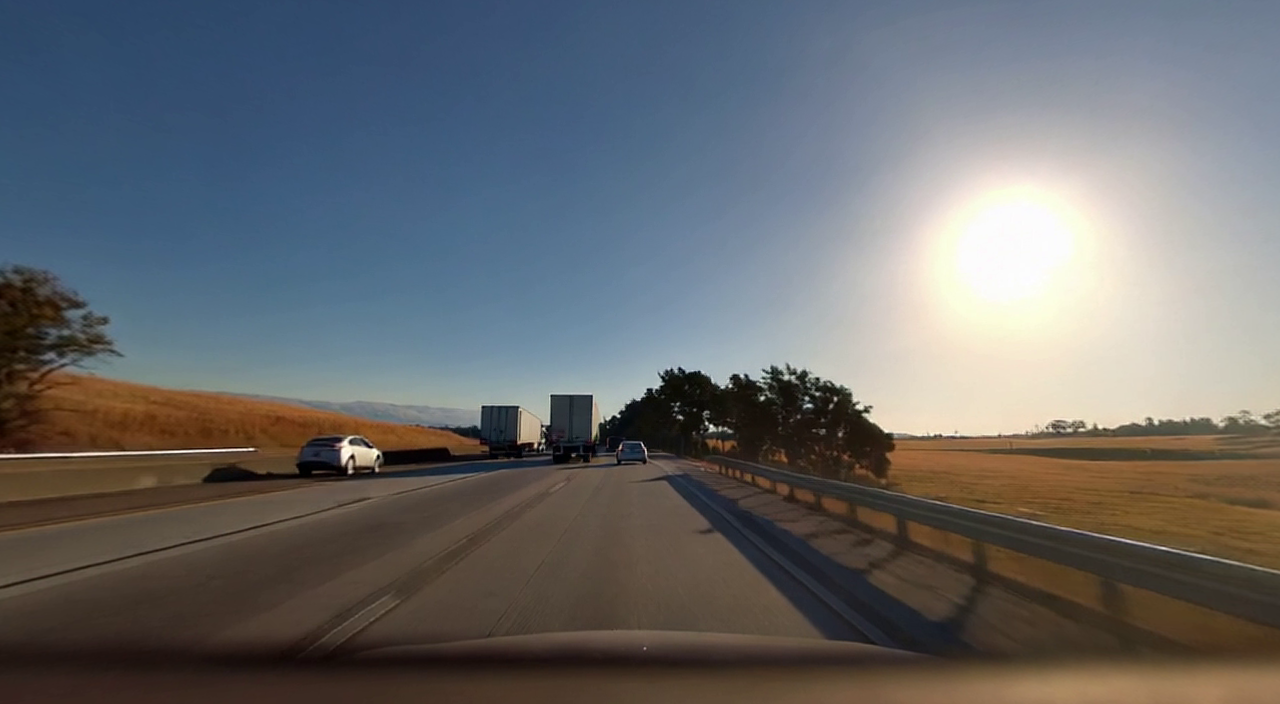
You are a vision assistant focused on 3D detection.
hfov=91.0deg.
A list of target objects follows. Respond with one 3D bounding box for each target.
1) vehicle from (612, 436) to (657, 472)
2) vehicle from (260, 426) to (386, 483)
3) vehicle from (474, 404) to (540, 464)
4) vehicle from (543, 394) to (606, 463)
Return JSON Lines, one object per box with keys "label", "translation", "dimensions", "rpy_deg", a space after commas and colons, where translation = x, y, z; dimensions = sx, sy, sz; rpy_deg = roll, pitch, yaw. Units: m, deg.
{"label": "vehicle", "translation": [-0.305, 4.489, 27.960], "dimensions": [1.891, 1.477, 3.599], "rpy_deg": [0, -8, -2]}
{"label": "vehicle", "translation": [-11.369, 3.686, 23.041], "dimensions": [2.153, 1.841, 4.790], "rpy_deg": [0, -8, -1]}
{"label": "vehicle", "translation": [-8.191, 5.213, 39.673], "dimensions": [2.728, 3.405, 7.096], "rpy_deg": [0, -8, -2]}
{"label": "vehicle", "translation": [-4.312, 5.741, 45.886], "dimensions": [3.475, 4.037, 17.454], "rpy_deg": [0, -8, -2]}
